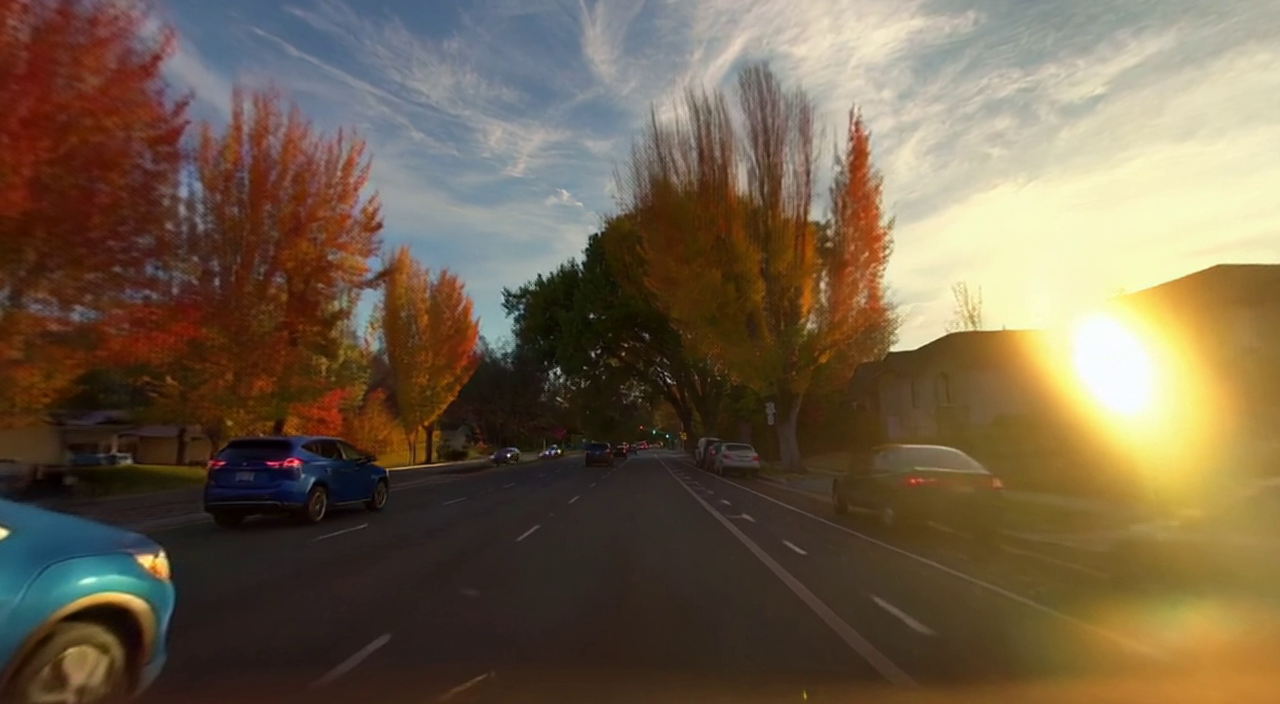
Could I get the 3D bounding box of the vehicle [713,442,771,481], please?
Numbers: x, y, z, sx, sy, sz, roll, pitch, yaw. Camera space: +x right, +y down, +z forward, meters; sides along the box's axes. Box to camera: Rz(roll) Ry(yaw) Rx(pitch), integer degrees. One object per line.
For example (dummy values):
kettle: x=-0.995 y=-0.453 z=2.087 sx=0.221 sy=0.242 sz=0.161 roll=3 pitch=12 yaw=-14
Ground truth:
vehicle: x=4.739 y=5.164 z=29.953 sx=1.950 sy=1.668 sz=4.414 roll=0 pitch=-9 yaw=-1

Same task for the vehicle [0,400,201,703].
vehicle: x=-3.143 y=0.694 z=0.741 sx=1.982 sy=1.478 sz=4.465 roll=0 pitch=-9 yaw=1

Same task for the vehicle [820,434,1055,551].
vehicle: x=4.819 y=2.320 z=11.115 sx=1.934 sy=1.612 sz=4.477 roll=0 pitch=-9 yaw=0

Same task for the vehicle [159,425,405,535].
vehicle: x=-6.506 y=2.368 z=12.237 sx=2.034 sy=1.711 sz=4.512 roll=0 pitch=-9 yaw=1

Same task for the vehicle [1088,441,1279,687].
vehicle: x=4.726 y=1.171 z=3.127 sx=1.824 sy=1.453 sz=4.374 roll=0 pitch=-9 yaw=1
